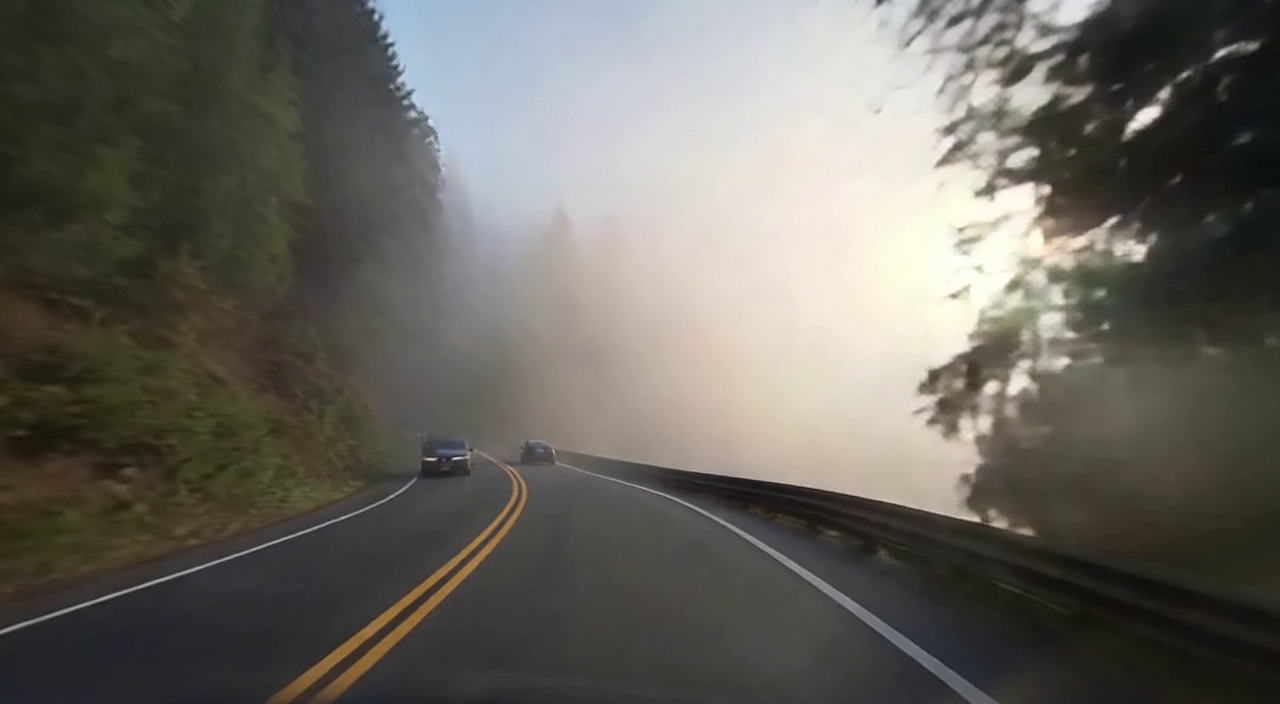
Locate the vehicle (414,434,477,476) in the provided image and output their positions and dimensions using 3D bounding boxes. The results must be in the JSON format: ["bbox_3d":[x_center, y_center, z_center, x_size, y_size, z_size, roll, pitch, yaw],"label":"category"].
[{"bbox_3d":[-8.155,4.350,26.862,2.167,1.602,4.548,2,-8,-13],"label":"vehicle"}]

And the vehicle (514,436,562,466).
[{"bbox_3d":[-5.672,5.407,34.617,2.120,1.491,4.349,3,-8,-14],"label":"vehicle"}]
